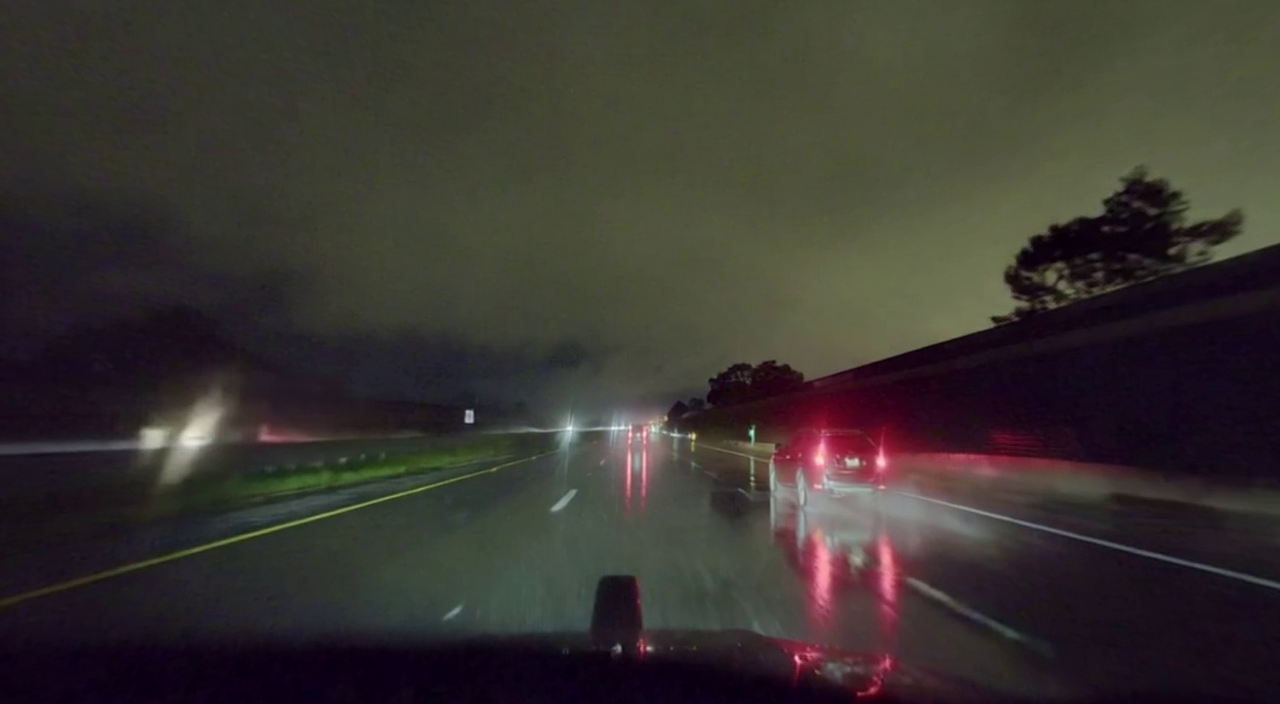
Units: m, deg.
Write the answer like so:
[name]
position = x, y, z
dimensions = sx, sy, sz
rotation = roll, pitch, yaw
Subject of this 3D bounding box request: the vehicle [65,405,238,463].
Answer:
[vehicle]
position = -15.446, 2.645, 20.262
dimensions = 1.969, 1.645, 4.421
rotation = 0, -8, 0
